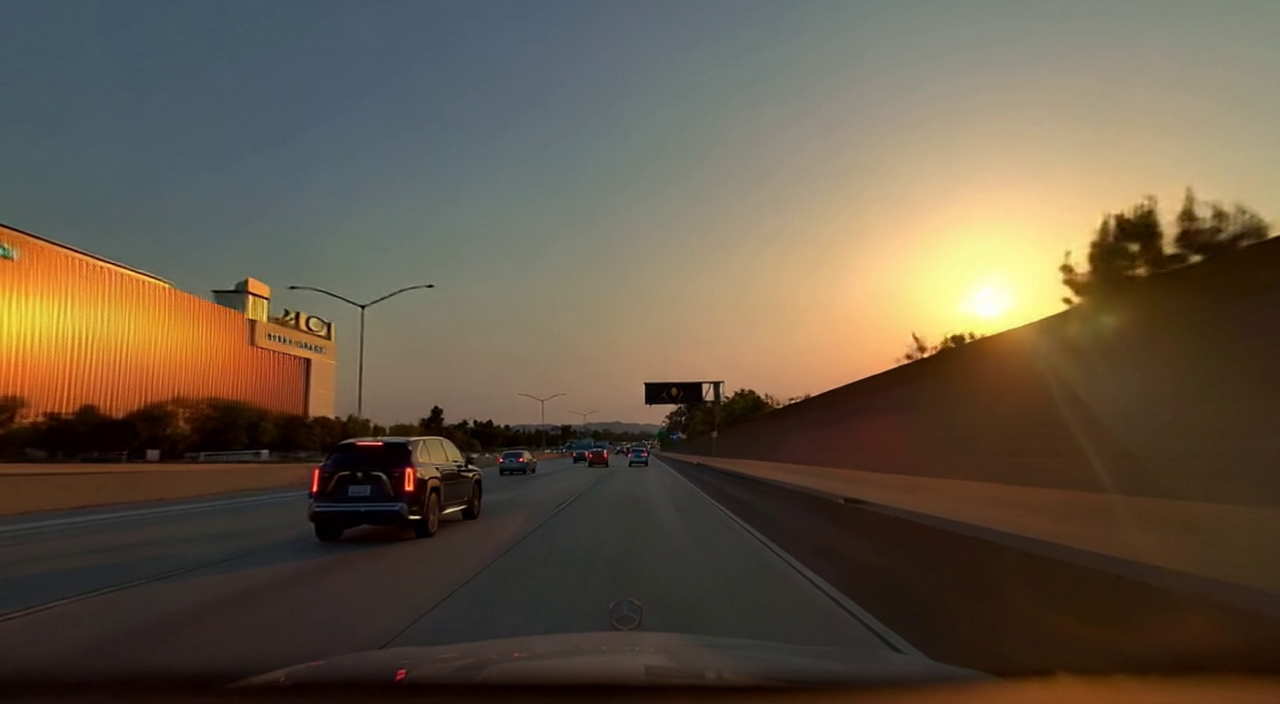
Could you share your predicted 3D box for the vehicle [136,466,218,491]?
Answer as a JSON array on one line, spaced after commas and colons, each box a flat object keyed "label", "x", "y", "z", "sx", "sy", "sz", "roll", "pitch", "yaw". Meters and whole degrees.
[{"label": "vehicle", "x": -31.888, "y": 8.690, "z": 43.540, "sx": 2.137, "sy": 1.512, "sz": 4.559, "roll": 0, "pitch": -9, "yaw": 1}]

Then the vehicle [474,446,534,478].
[{"label": "vehicle", "x": -7.220, "y": 5.884, "z": 34.005, "sx": 1.998, "sy": 1.542, "sz": 4.953, "roll": 0, "pitch": -9, "yaw": 1}]

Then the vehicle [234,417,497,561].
[{"label": "vehicle", "x": -3.868, "y": 2.014, "z": 9.984, "sx": 2.059, "sy": 1.725, "sz": 4.521, "roll": 0, "pitch": -9, "yaw": 1}]
